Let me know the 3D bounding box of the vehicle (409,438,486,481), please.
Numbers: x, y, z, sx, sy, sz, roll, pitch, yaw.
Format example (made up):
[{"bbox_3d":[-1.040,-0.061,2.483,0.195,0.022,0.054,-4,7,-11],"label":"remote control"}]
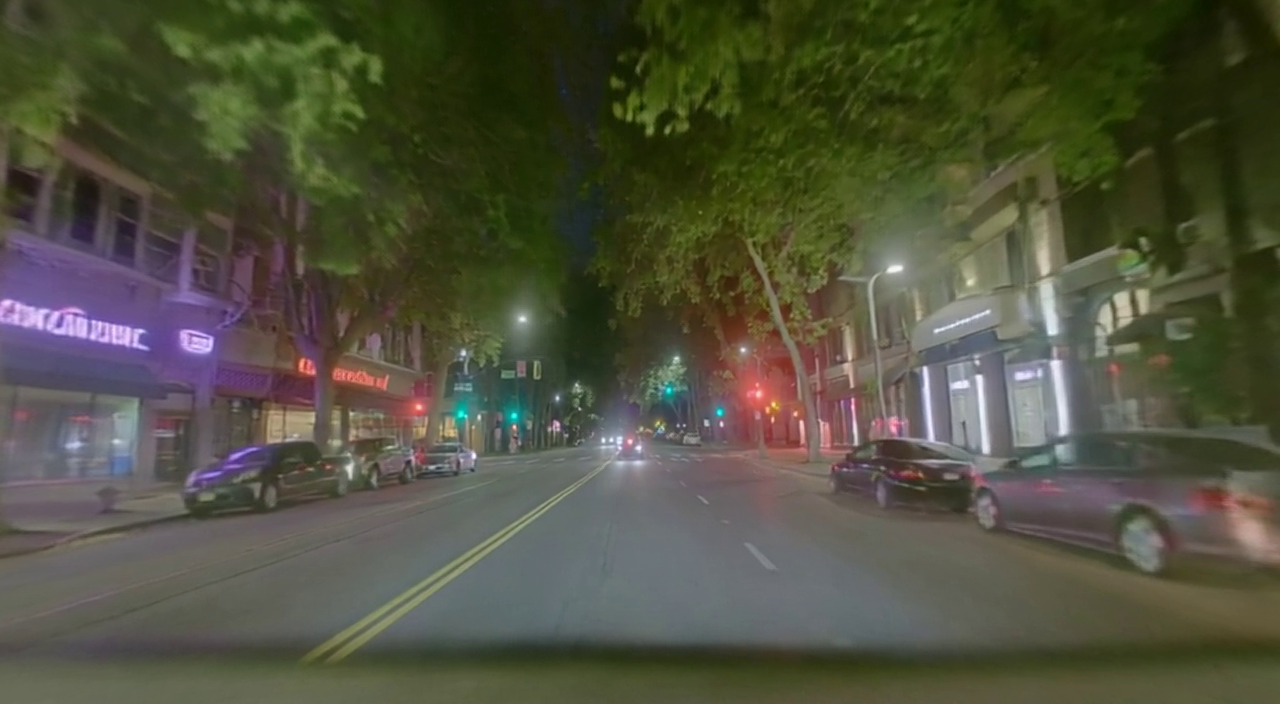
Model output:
[{"bbox_3d":[-9.738,5.478,32.600,2.048,1.985,6.011,0,-8,0],"label":"vehicle"}]

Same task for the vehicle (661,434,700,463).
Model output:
[{"bbox_3d":[2.343,5.682,37.329,1.998,1.580,4.015,0,-8,-1],"label":"vehicle"}]

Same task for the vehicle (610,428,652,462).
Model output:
[{"bbox_3d":[-0.522,5.524,37.414,2.301,1.854,4.919,0,-8,0],"label":"vehicle"}]

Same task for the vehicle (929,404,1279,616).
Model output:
[{"bbox_3d":[5.851,1.646,7.815,2.070,1.761,4.848,0,-8,-2],"label":"vehicle"}]

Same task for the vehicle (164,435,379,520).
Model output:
[{"bbox_3d":[-9.442,3.254,17.021,2.305,1.883,5.580,0,-9,1],"label":"vehicle"}]
